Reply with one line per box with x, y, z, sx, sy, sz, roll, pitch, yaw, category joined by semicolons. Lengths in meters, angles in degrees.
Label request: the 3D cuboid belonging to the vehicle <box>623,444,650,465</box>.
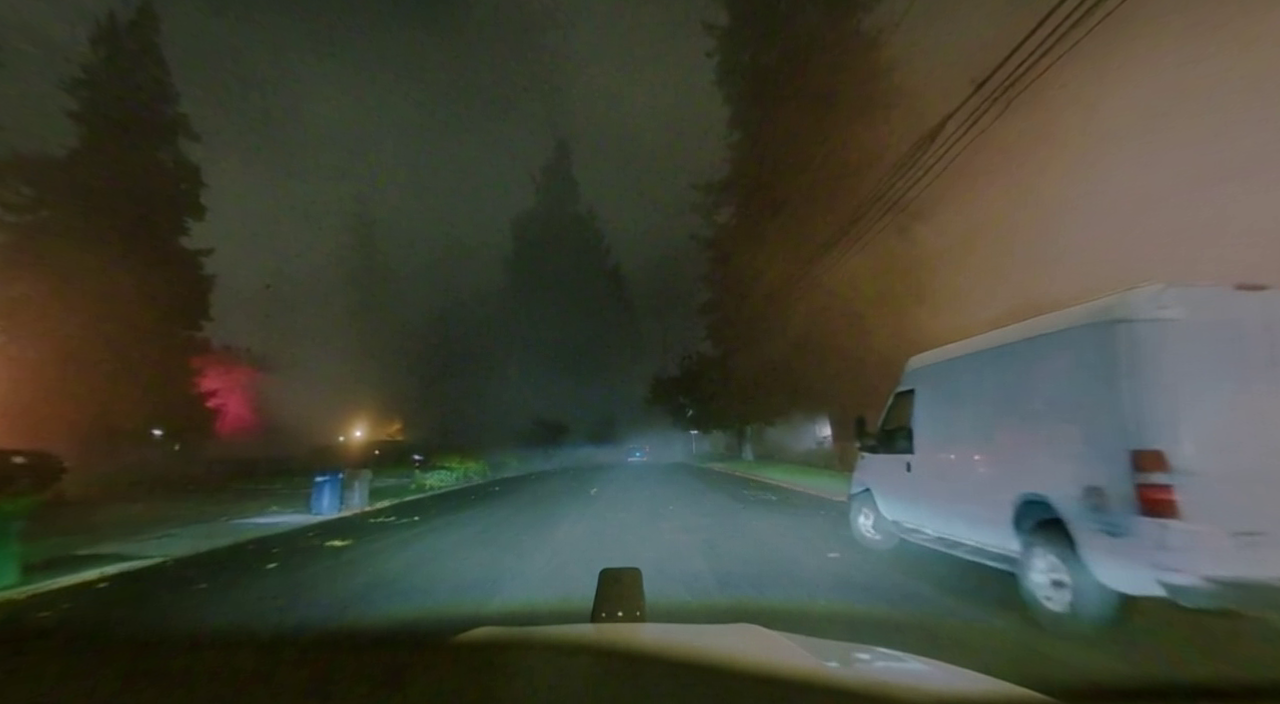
-0.309;8.039;49.785;2.062;1.509;4.305;0;-8;-1;vehicle

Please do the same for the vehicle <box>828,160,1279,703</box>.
4.040;0.808;6.062;2.384;2.791;5.899;0;-8;-2;vehicle

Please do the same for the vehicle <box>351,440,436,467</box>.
-18.138;7.455;46.456;6.250;1.898;2.298;-5;-10;29;vehicle
